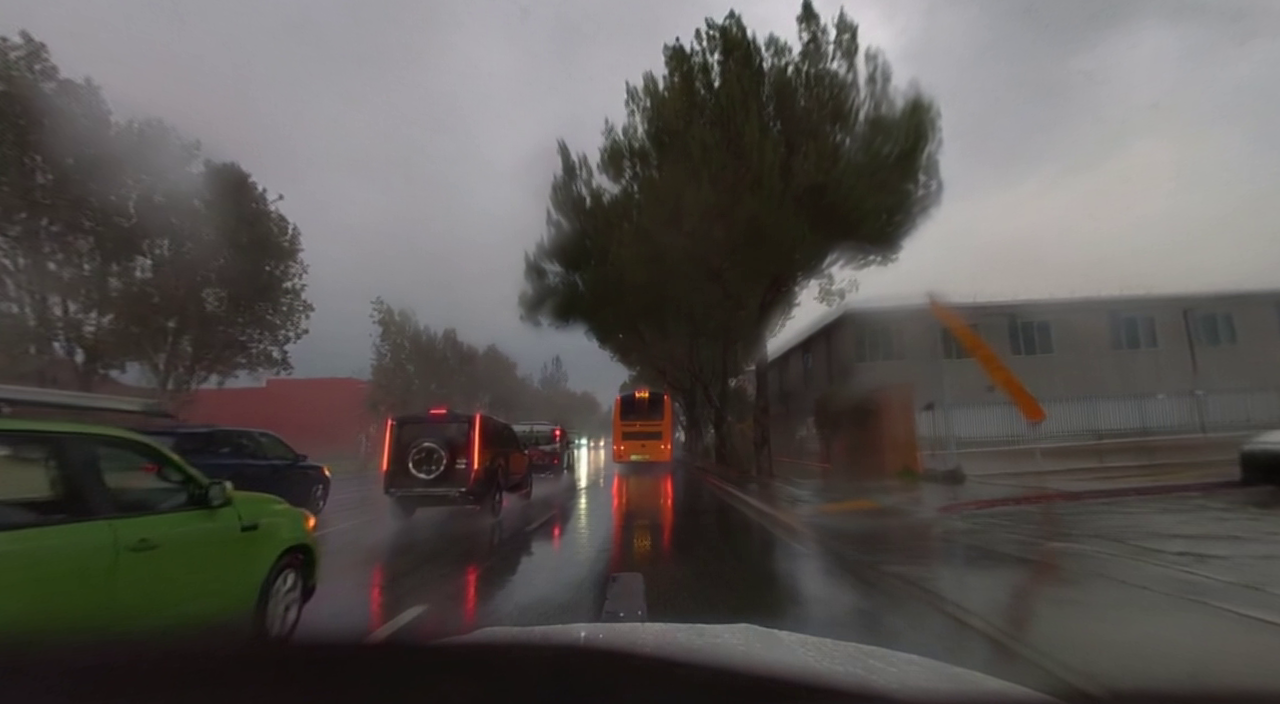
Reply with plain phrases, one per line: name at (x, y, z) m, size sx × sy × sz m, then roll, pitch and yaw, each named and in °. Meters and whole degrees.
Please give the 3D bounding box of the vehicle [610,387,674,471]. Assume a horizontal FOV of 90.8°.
vehicle at (0.155, 4.485, 35.543) m, size 2.970 × 3.857 × 12.200 m, roll 0°, pitch -9°, yaw 0°

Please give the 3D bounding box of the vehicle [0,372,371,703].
vehicle at (-3.302, 0.976, 2.962) m, size 2.042 × 1.571 × 4.475 m, roll 0°, pitch -9°, yaw 1°

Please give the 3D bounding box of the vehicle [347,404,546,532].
vehicle at (-3.278, 2.118, 12.027) m, size 2.095 × 1.892 × 5.043 m, roll 0°, pitch -9°, yaw 1°

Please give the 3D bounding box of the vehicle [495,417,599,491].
vehicle at (-2.907, 3.420, 21.442) m, size 2.546 × 2.125 × 5.869 m, roll 0°, pitch -9°, yaw 1°
